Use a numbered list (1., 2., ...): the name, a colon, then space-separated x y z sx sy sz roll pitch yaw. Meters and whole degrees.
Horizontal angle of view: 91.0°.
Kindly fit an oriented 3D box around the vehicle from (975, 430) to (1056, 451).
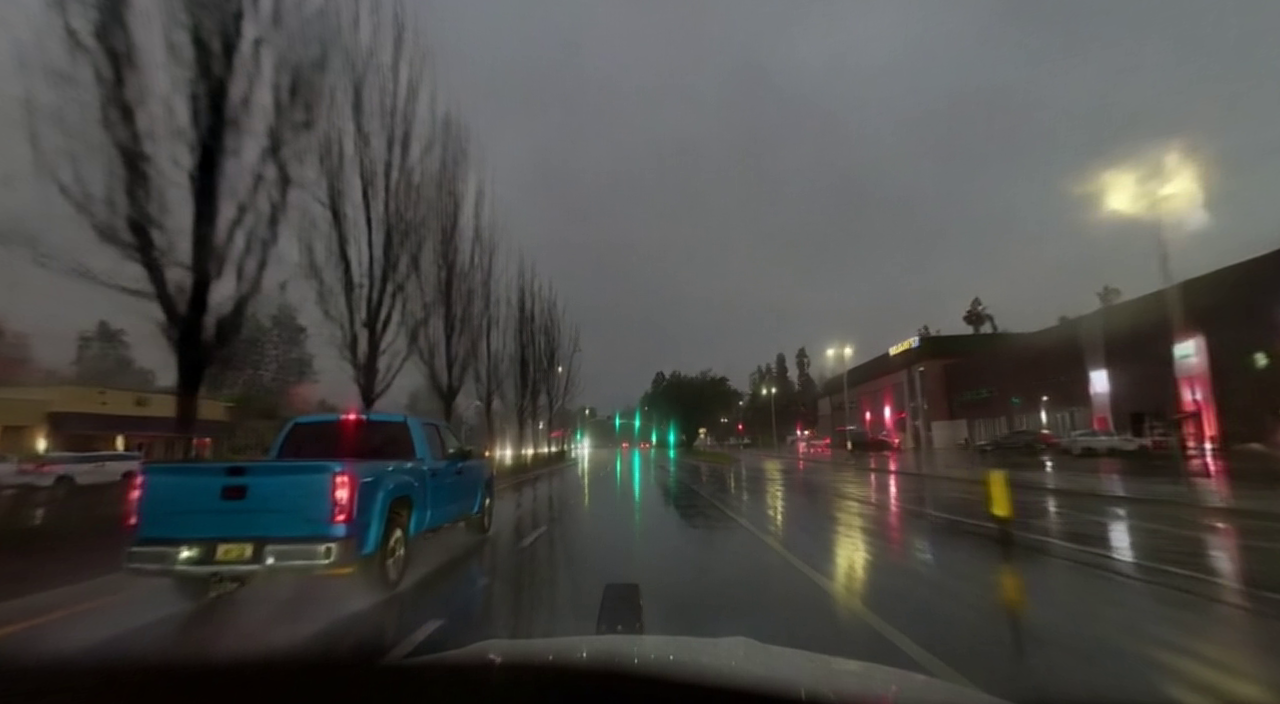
1. vehicle: 27.405 6.493 46.016 4.604 1.487 1.911 0 -8 0

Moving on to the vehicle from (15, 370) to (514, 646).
1. vehicle: -2.990 1.408 6.867 2.065 1.790 5.417 0 -8 0

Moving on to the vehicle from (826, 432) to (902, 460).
1. vehicle: 15.457 6.521 43.615 4.332 1.744 2.115 0 -11 -3
